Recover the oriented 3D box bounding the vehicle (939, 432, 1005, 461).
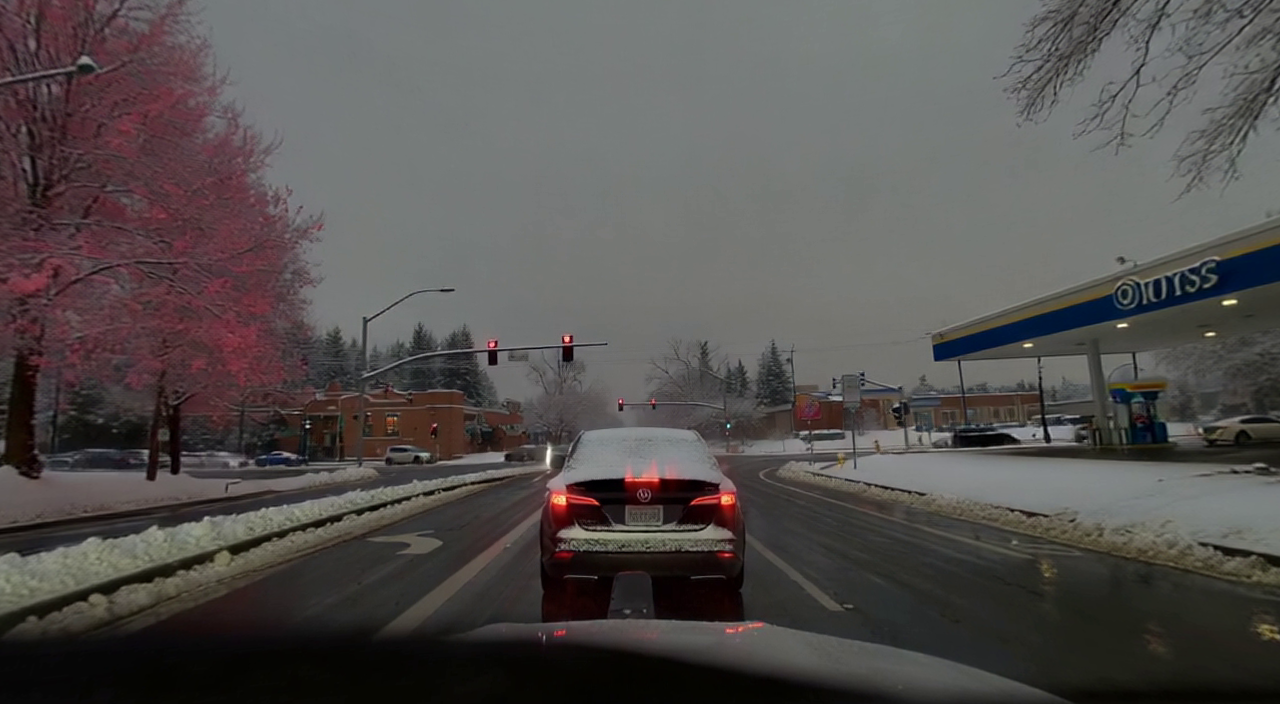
[{"bbox_3d":[18.391,5.238,34.846,2.053,1.495,4.091,-8,-12,44],"label":"vehicle"}]

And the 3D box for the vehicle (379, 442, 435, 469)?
[{"bbox_3d":[-17.391,7.685,46.893,4.660,1.867,2.019,-8,-11,43],"label":"vehicle"}]

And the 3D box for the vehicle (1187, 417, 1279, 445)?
[{"bbox_3d":[36.319,4.862,38.489,1.848,1.581,4.475,0,-8,2],"label":"vehicle"}]

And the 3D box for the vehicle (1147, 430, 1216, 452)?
[{"bbox_3d":[40.947,6.725,47.694,3.573,1.432,1.604,-3,-8,1],"label":"vehicle"}]

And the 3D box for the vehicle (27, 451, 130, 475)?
[{"bbox_3d":[-37.986,7.477,42.748,1.889,1.455,4.813,-6,-10,34],"label":"vehicle"}]

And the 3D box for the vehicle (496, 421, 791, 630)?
[{"bbox_3d":[0.014,1.546,6.621,2.112,1.482,4.057,0,-8,0],"label":"vehicle"}]

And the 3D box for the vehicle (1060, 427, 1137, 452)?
[{"bbox_3d":[34.770,6.621,47.865,4.294,1.557,1.744,-4,-8,1],"label":"vehicle"}]
